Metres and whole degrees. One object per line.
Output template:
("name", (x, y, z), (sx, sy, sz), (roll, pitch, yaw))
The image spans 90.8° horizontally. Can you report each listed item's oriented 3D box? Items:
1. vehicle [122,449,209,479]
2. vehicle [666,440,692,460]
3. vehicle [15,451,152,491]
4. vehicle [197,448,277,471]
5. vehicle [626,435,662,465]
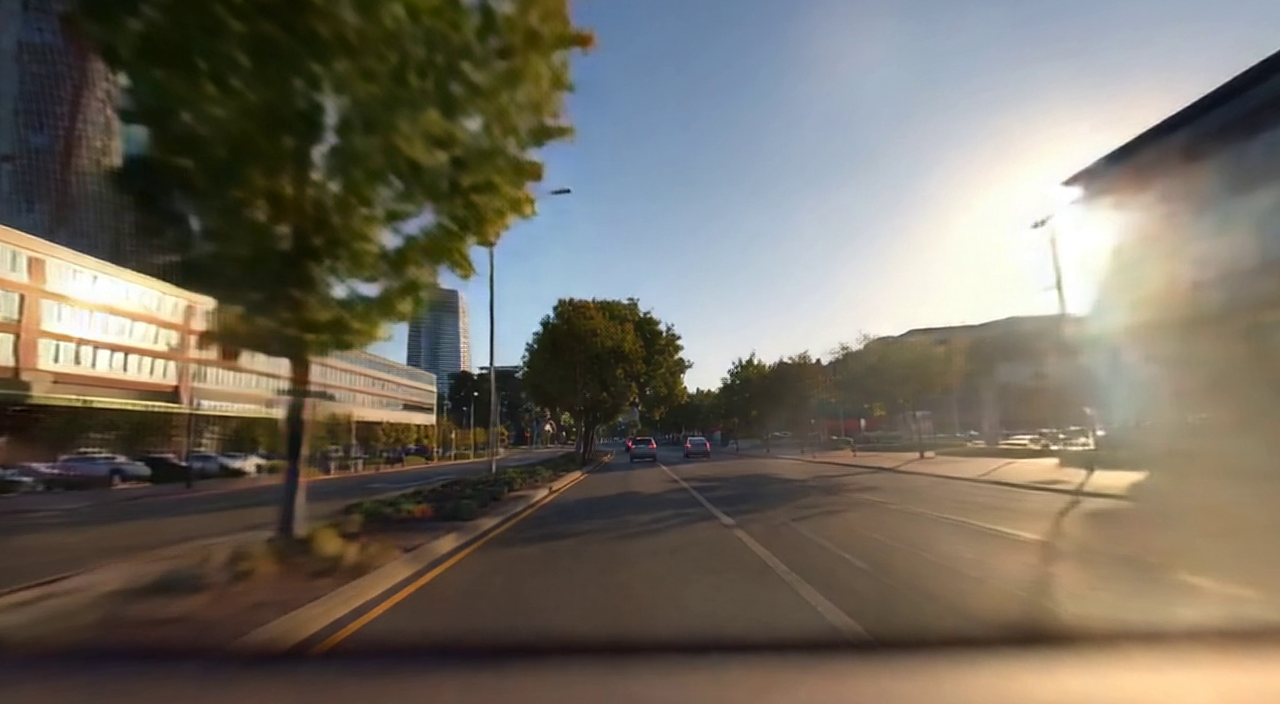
("vehicle", (-28.701, 6.778, 38.403), (1.990, 1.662, 4.352), (0, -8, -2))
("vehicle", (2.934, 7.498, 48.419), (1.685, 1.441, 3.795), (0, -8, -1))
("vehicle", (-25.739, 5.465, 29.514), (2.051, 1.644, 4.674), (0, -8, 1))
("vehicle", (-30.216, 8.067, 47.458), (4.621, 1.670, 1.895), (0, -8, 0))
("vehicle", (0.220, 5.958, 38.616), (2.100, 1.683, 4.231), (0, -8, 0))
